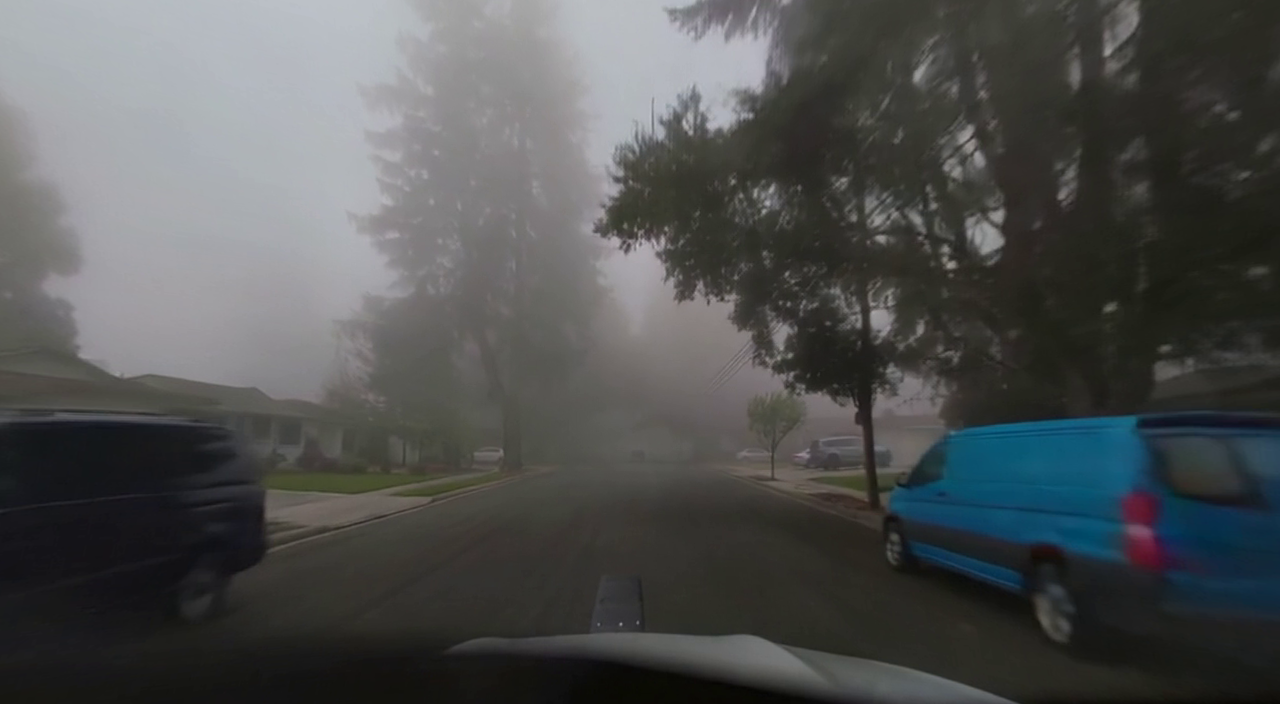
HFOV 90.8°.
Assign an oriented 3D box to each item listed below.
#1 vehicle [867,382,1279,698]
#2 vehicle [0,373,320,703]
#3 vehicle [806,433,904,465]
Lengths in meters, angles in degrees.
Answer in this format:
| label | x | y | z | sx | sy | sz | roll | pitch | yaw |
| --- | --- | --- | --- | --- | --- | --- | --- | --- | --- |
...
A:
| label | x | y | z | sx | sy | sz | roll | pitch | yaw |
| --- | --- | --- | --- | --- | --- | --- | --- | --- | --- |
| vehicle | 4.089 | 1.443 | 6.060 | 2.173 | 1.806 | 4.701 | 1 | -9 | 2 |
| vehicle | -4.276 | 1.145 | 4.095 | 2.157 | 1.736 | 4.104 | -1 | -9 | 1 |
| vehicle | 12.849 | 5.854 | 38.047 | 5.049 | 1.845 | 2.327 | 0 | -9 | 0 |
